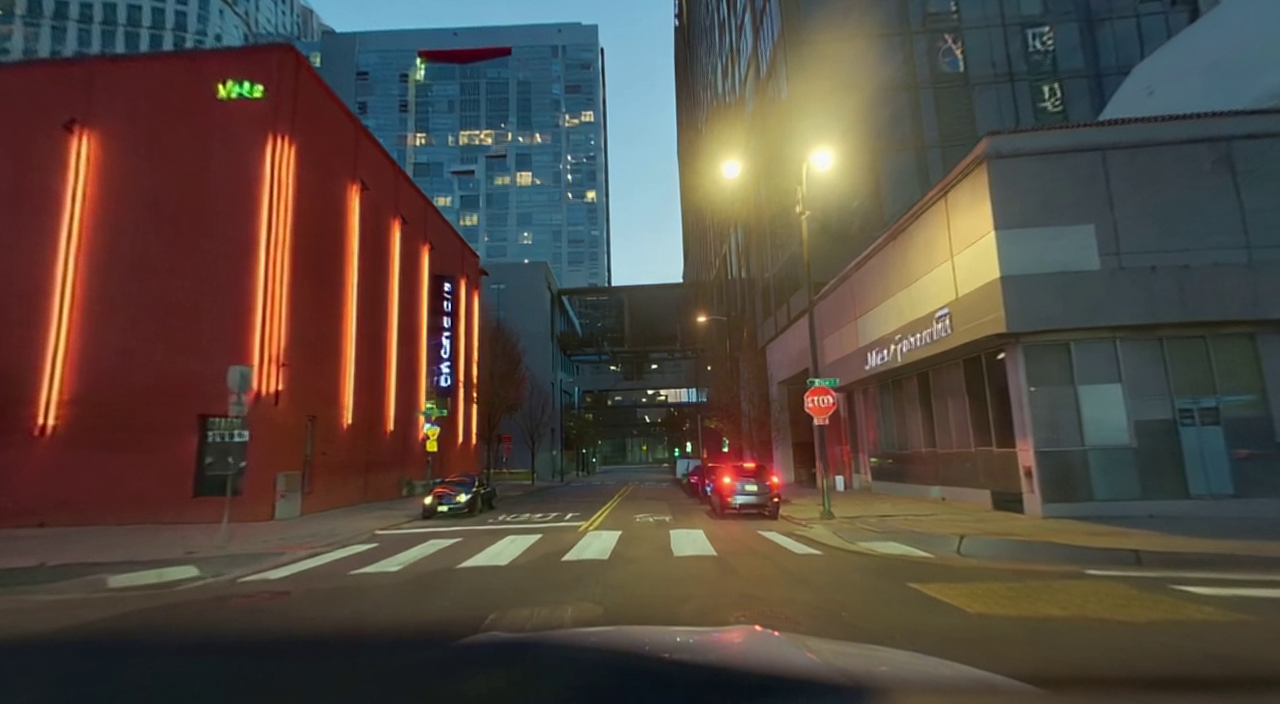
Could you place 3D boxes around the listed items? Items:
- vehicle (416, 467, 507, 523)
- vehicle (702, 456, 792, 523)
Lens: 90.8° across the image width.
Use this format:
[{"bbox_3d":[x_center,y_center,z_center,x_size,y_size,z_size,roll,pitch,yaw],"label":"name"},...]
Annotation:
[{"bbox_3d":[-5.536,4.473,20.113,1.864,1.447,3.887,0,-9,-2],"label":"vehicle"},{"bbox_3d":[3.043,3.985,18.891,1.917,1.680,4.500,0,-9,0],"label":"vehicle"}]
